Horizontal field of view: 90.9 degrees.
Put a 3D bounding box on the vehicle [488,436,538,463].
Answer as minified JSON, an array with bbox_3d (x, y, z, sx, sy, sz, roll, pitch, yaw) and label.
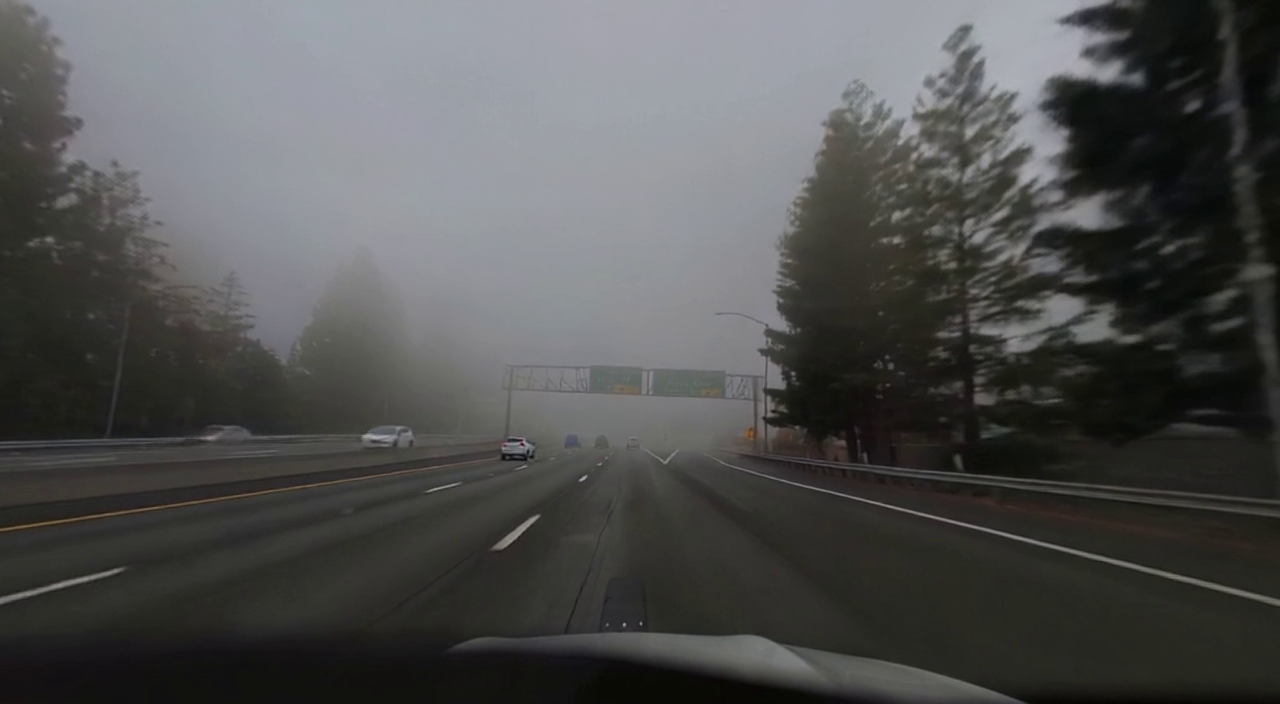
[{"bbox_3d":[-7.513,5.839,37.813,2.025,1.494,4.495,0,-8,0],"label":"vehicle"}]

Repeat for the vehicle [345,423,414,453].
[{"bbox_3d":[-18.123,6.069,44.241,2.260,1.902,5.848,0,-8,1],"label":"vehicle"}]
